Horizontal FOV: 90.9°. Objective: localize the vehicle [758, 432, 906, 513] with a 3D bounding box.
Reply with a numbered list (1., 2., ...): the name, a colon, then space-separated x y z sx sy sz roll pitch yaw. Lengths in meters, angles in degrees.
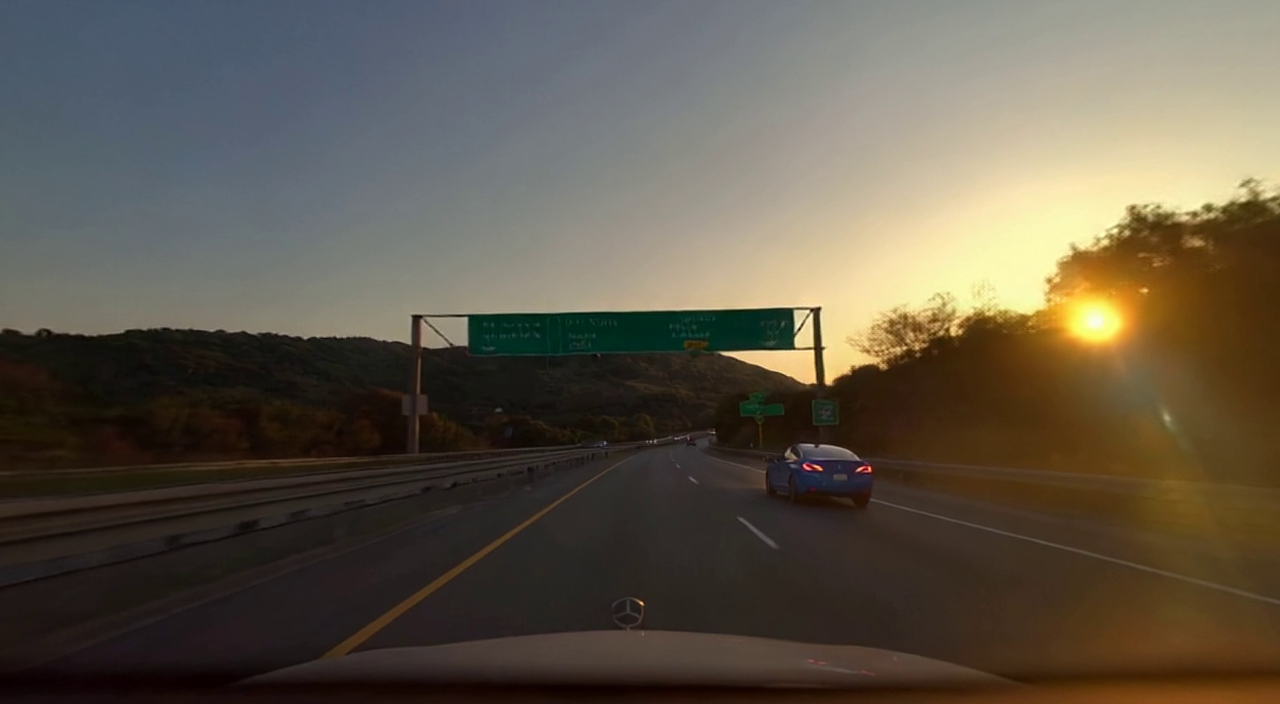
1. vehicle: 4.052 2.609 14.109 1.997 1.515 4.025 0 -9 0
